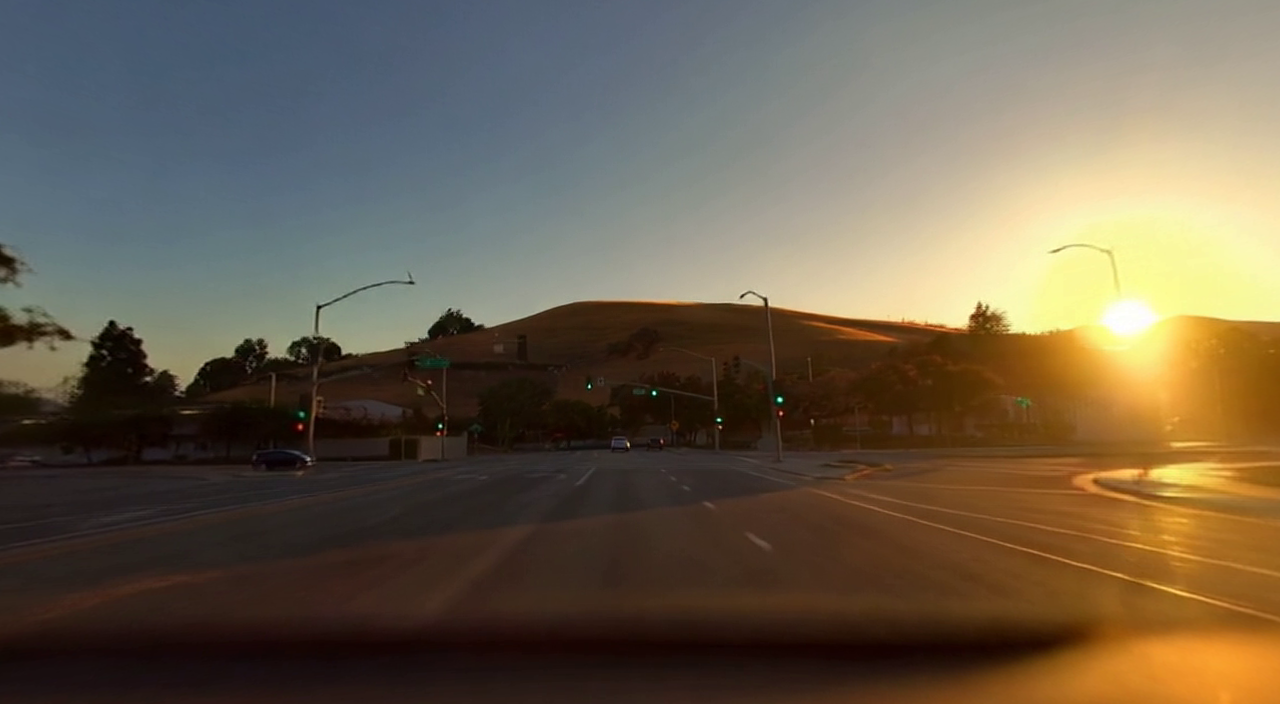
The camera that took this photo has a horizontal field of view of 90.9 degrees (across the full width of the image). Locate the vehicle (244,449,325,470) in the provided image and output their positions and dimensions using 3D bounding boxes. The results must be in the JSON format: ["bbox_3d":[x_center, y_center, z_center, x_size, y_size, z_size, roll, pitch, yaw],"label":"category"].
[{"bbox_3d":[-24.746,7.492,44.002,4.518,1.423,1.888,0,-8,2],"label":"vehicle"}]
